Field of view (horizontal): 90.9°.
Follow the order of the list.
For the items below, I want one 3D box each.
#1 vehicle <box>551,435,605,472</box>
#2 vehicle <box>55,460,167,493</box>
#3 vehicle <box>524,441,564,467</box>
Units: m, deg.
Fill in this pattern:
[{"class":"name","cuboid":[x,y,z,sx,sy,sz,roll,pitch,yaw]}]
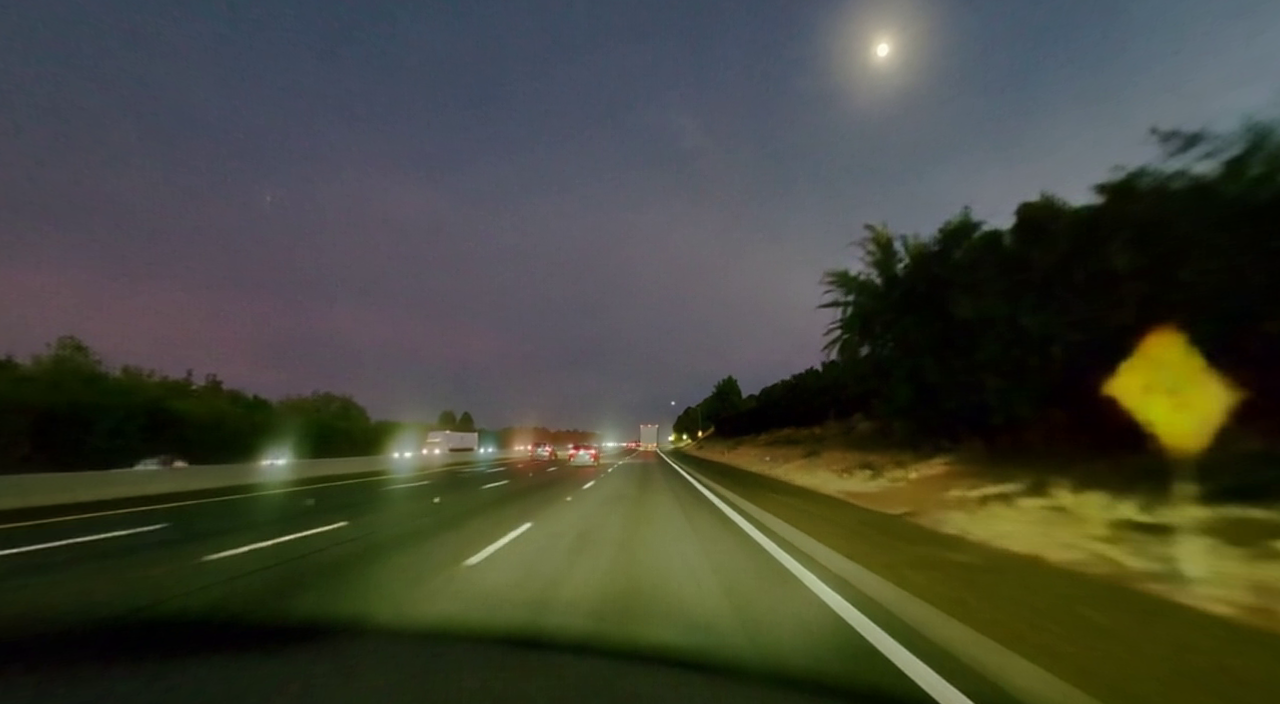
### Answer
[{"class":"vehicle","cuboid":[-3.171,5.324,33.290,2.283,1.802,4.810,0,-8,1]},{"class":"vehicle","cuboid":[-28.427,6.675,34.126,1.811,1.488,4.900,0,-8,0]},{"class":"vehicle","cuboid":[-6.499,6.940,43.157,2.062,1.691,4.278,0,-8,0]}]
